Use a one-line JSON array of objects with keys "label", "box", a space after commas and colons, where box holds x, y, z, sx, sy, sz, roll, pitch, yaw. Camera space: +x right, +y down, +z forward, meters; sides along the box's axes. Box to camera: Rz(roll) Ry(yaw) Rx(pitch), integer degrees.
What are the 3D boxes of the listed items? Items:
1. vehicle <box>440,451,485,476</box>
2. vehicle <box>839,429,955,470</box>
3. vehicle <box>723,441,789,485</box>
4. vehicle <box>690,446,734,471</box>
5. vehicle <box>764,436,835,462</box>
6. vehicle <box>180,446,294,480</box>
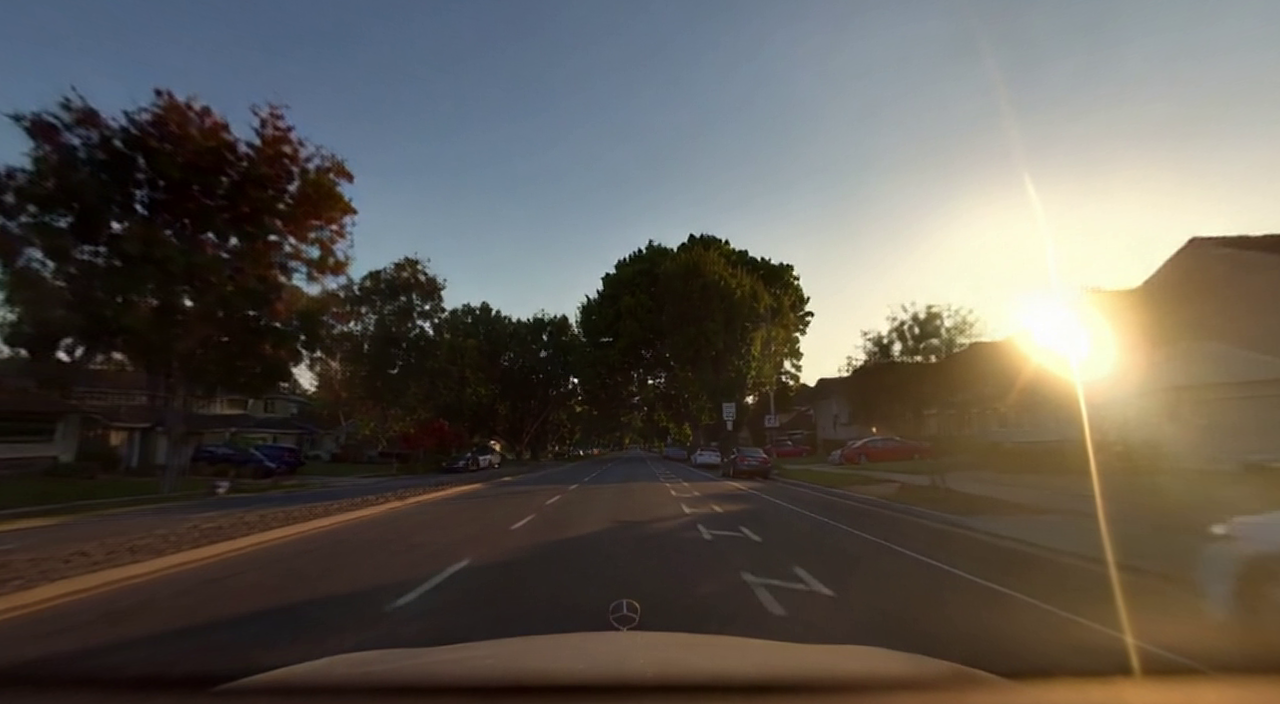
[{"label": "vehicle", "box": [-12.787, 8.054, 45.822, 1.925, 1.498, 4.850, -5, -8, -1]}, {"label": "vehicle", "box": [12.676, 4.868, 31.440, 4.850, 1.610, 1.980, -4, -9, 3]}, {"label": "vehicle", "box": [4.704, 4.608, 26.305, 1.934, 1.546, 5.009, 3, -10, 2]}, {"label": "vehicle", "box": [4.559, 6.861, 40.870, 2.035, 1.498, 4.910, 0, -9, -3]}, {"label": "vehicle", "box": [12.391, 7.554, 49.305, 4.825, 1.675, 2.184, -3, -7, -2]}, {"label": "vehicle", "box": [-21.008, 5.781, 33.049, 4.534, 1.536, 1.952, 2, -8, 0]}]
